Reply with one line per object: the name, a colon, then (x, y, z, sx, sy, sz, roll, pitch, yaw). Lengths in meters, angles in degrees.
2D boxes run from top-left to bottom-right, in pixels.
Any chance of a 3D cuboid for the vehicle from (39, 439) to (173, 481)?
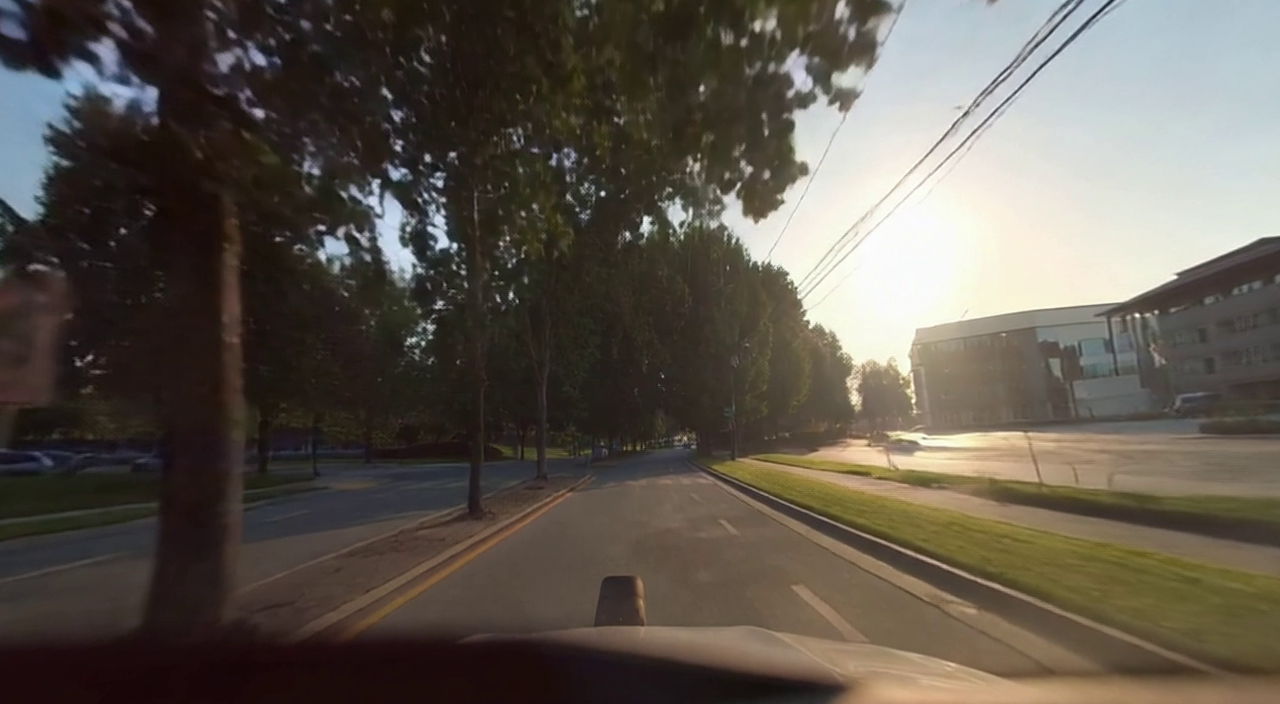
vehicle: (-23.831, 4.878, 28.486, 1.850, 1.662, 4.580, 1, -10, 2)
